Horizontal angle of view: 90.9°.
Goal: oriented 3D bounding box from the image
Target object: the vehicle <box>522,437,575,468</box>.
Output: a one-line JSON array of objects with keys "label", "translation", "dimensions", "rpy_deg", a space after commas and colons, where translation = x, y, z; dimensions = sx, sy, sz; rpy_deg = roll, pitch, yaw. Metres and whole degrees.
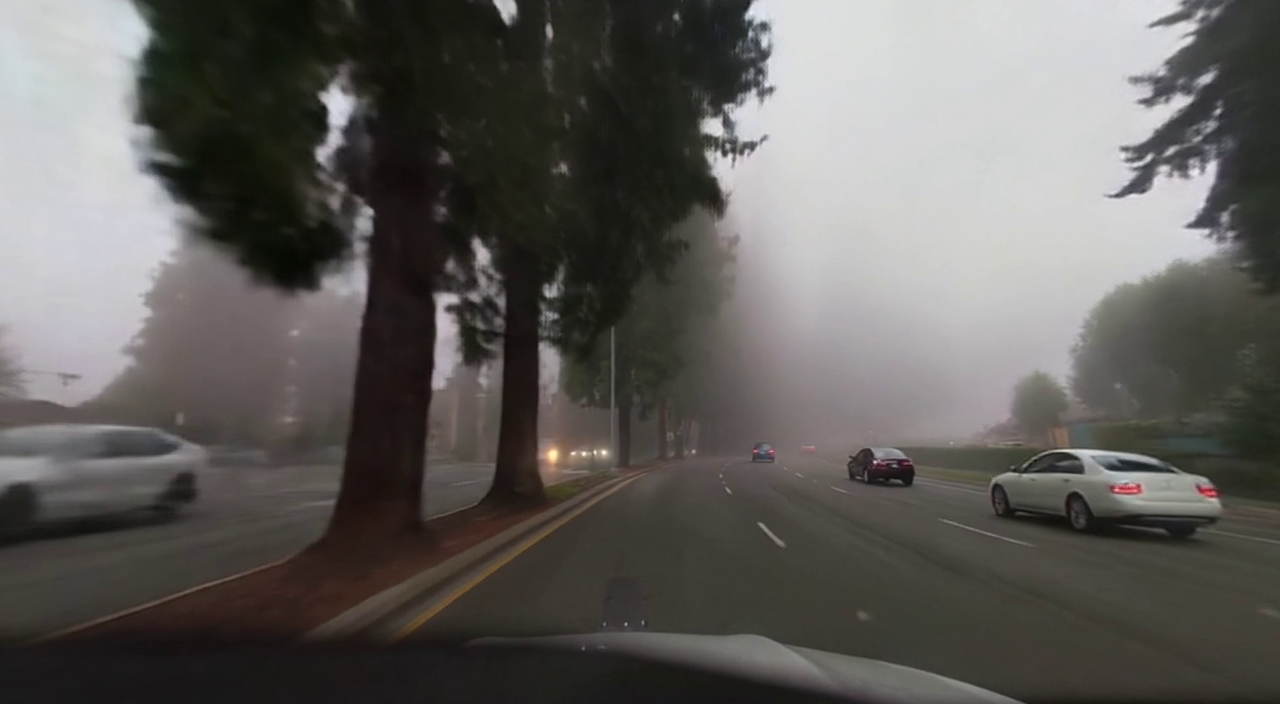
[{"label": "vehicle", "translation": [-5.525, 6.161, 38.819], "dimensions": [2.024, 1.729, 4.371], "rpy_deg": [-1, -8, 9]}]

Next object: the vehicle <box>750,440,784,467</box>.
[{"label": "vehicle", "translation": [8.246, 6.605, 41.130], "dimensions": [1.991, 1.684, 4.127], "rpy_deg": [-1, -8, 9]}]

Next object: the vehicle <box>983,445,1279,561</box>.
[{"label": "vehicle", "translation": [7.466, 2.182, 9.992], "dimensions": [1.783, 1.386, 4.433], "rpy_deg": [-1, -8, 3]}]

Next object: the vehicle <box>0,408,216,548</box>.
[{"label": "vehicle", "translation": [-8.570, 1.673, 8.697], "dimensions": [2.126, 1.637, 4.509], "rpy_deg": [-1, -8, 3]}]

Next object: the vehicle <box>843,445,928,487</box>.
[{"label": "vehicle", "translation": [9.360, 4.355, 24.429], "dimensions": [1.855, 1.444, 4.389], "rpy_deg": [-1, -8, 5]}]
